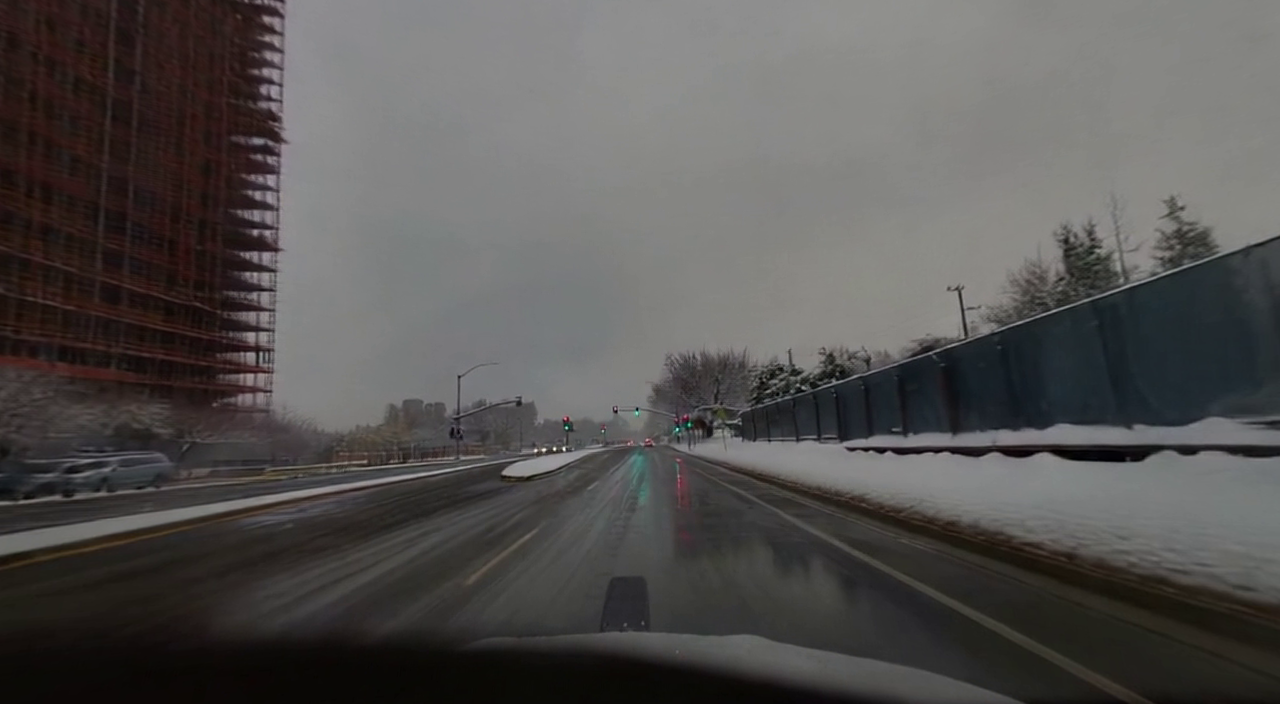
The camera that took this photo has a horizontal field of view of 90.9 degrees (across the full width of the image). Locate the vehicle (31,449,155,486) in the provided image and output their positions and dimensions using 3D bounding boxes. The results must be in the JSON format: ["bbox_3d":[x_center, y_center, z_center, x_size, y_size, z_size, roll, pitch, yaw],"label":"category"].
[{"bbox_3d":[-29.622,6.207,34.469,2.213,1.795,5.964,1,-9,-9],"label":"vehicle"}]
